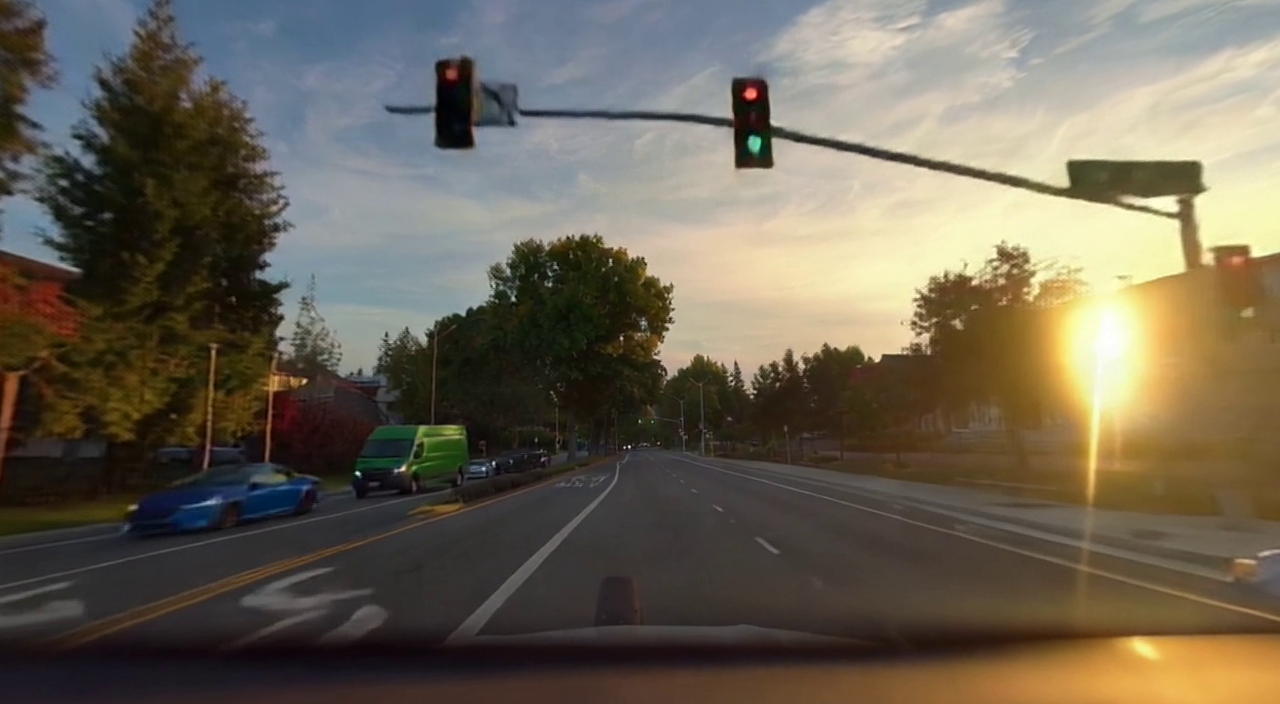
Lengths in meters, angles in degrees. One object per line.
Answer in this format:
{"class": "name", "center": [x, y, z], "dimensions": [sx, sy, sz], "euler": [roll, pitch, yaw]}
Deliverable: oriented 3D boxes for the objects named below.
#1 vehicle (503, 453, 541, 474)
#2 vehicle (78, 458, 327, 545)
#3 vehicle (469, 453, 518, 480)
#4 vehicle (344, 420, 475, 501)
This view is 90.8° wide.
{"class": "vehicle", "center": [-8.810, 8.366, 47.512], "dimensions": [1.940, 1.452, 4.441], "euler": [-1, -9, 1]}
{"class": "vehicle", "center": [-9.081, 3.100, 13.781], "dimensions": [2.190, 1.455, 4.516], "euler": [0, -9, 0]}
{"class": "vehicle", "center": [-8.861, 6.943, 38.567], "dimensions": [1.959, 1.469, 4.369], "euler": [0, -9, 0]}
{"class": "vehicle", "center": [-8.805, 4.222, 25.089], "dimensions": [2.617, 2.736, 6.621], "euler": [0, -9, 0]}
